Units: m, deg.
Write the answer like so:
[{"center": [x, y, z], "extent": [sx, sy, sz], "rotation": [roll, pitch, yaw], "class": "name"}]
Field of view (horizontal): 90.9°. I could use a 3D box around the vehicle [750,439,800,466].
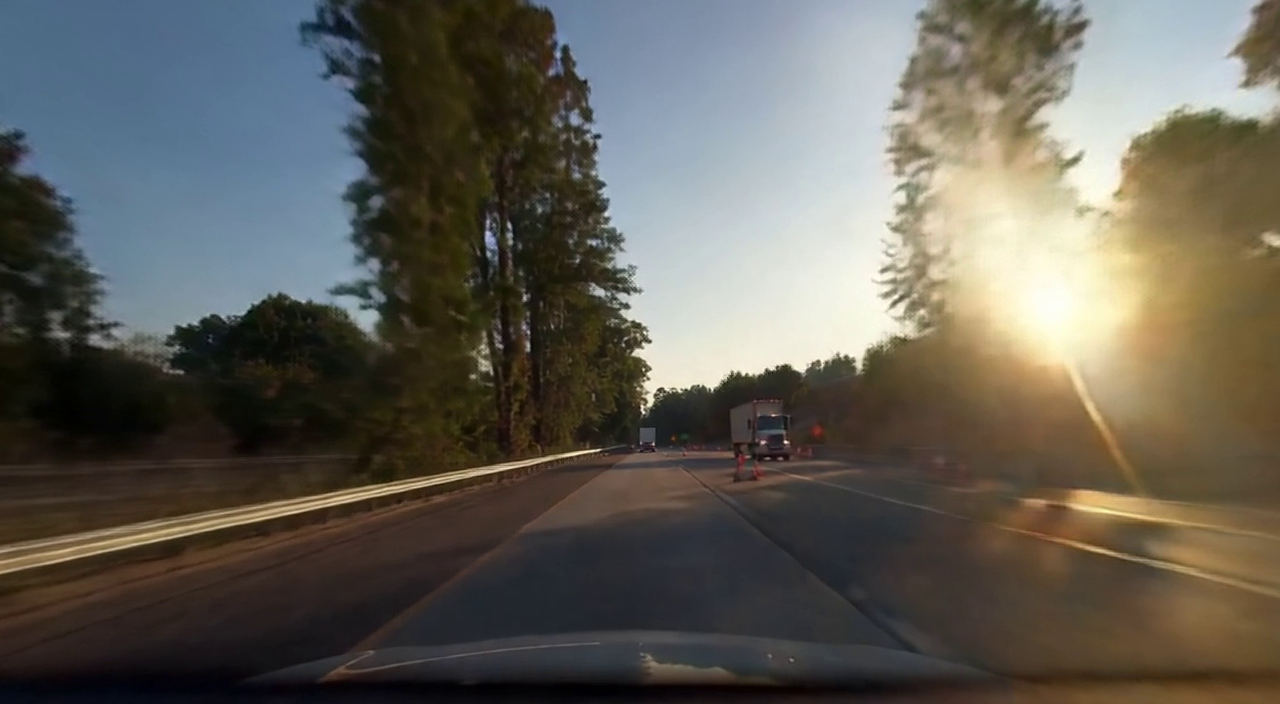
[{"center": [8.565, 6.394, 40.310], "extent": [2.611, 1.607, 3.179], "rotation": [0, -9, 2], "class": "vehicle"}]
